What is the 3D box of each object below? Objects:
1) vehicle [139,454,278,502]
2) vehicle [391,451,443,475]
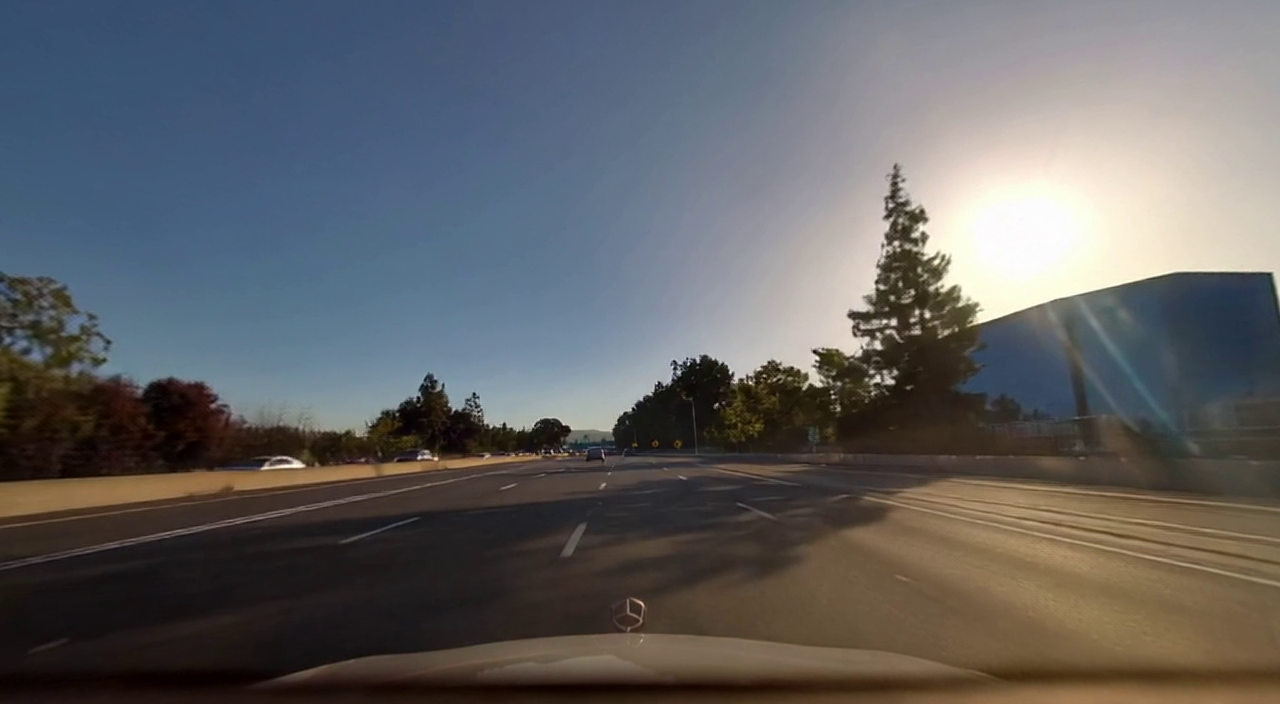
[{"bbox_3d":[-15.501,4.507,23.017,1.946,1.531,4.538,0,-9,-2],"label":"vehicle"},{"bbox_3d":[-15.572,7.763,44.334,1.933,1.537,4.929,0,-9,-1],"label":"vehicle"}]
